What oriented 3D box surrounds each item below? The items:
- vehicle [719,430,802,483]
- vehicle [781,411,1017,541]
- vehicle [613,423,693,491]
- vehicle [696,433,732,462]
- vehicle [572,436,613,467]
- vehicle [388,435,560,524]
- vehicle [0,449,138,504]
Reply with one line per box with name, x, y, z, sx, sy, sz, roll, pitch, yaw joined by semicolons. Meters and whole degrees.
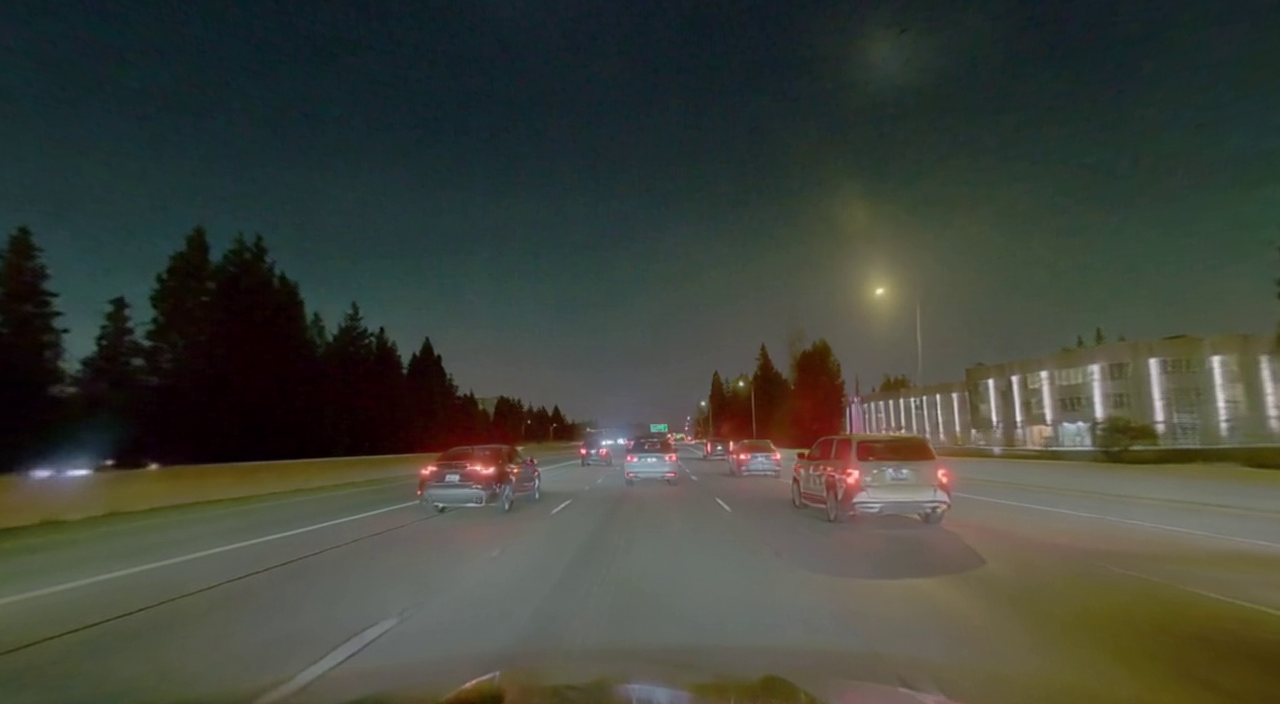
vehicle;4.090;3.630;22.184;2.094;1.676;4.309;-1;-8;1
vehicle;3.944;1.972;10.688;2.156;1.701;4.494;-1;-8;1
vehicle;0.397;3.197;19.501;2.153;1.805;4.631;-1;-8;1
vehicle;4.852;6.318;41.899;2.039;1.832;3.989;-1;-8;2
vehicle;-2.763;5.874;37.481;1.951;1.694;4.188;-1;-8;3
vehicle;-3.052;2.465;12.888;1.965;1.443;4.968;-1;-8;3
vehicle;-20.981;4.396;22.725;1.950;1.718;4.492;-1;-8;2
